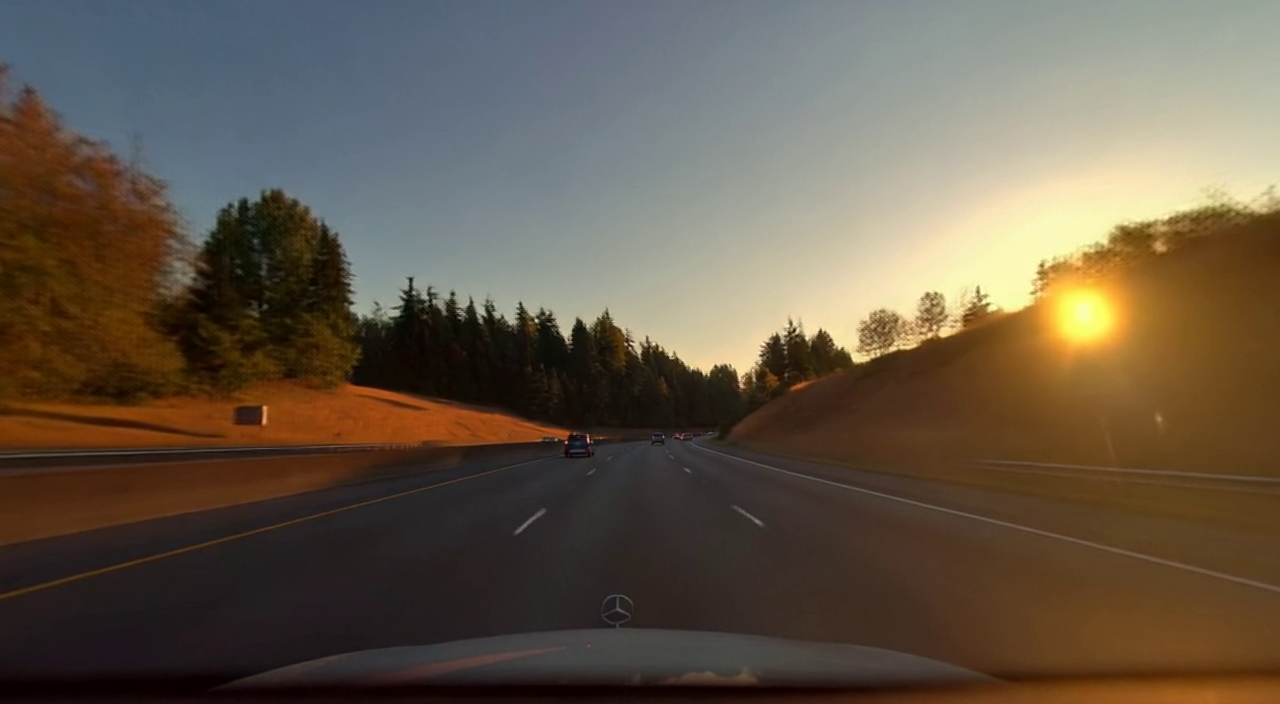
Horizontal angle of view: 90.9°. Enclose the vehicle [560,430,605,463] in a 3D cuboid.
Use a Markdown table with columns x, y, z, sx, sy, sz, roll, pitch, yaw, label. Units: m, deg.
| x | y | z | sx | sy | sz | roll | pitch | yaw | label |
| --- | --- | --- | --- | --- | --- | --- | --- | --- | --- |
| -3.088 | 5.163 | 34.660 | 2.084 | 1.654 | 4.080 | 0 | -8 | 0 | vehicle |
